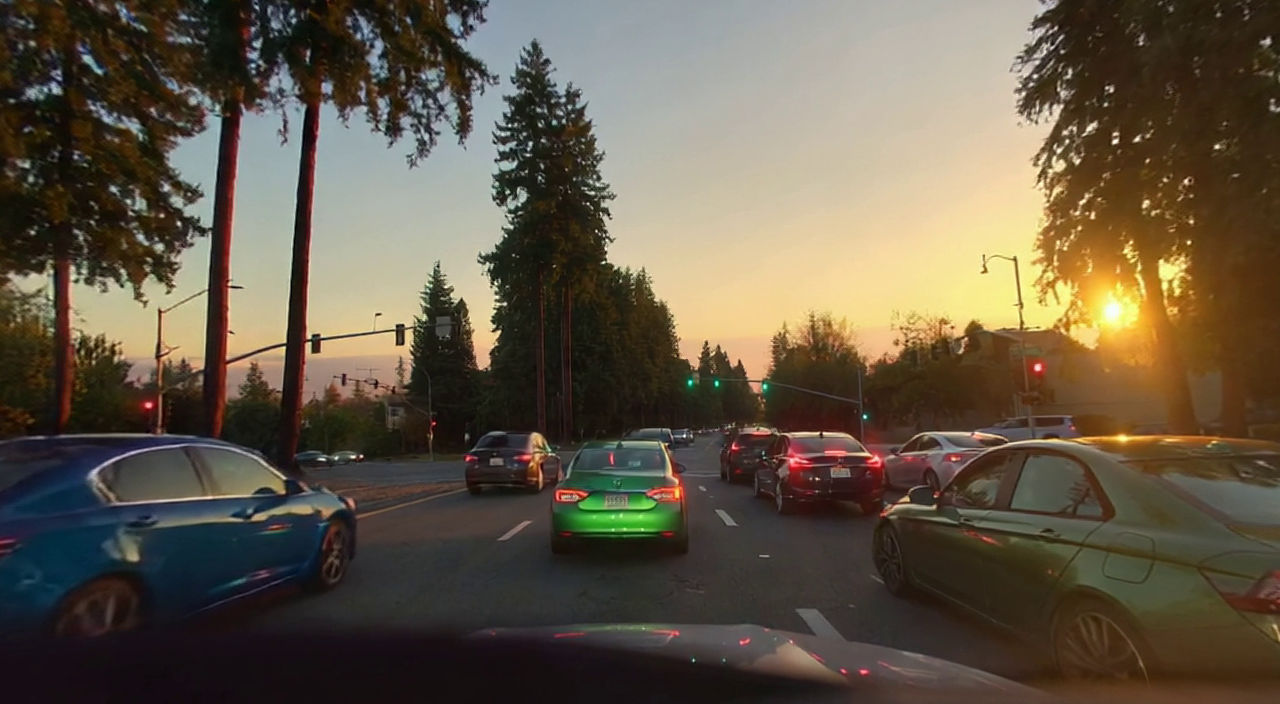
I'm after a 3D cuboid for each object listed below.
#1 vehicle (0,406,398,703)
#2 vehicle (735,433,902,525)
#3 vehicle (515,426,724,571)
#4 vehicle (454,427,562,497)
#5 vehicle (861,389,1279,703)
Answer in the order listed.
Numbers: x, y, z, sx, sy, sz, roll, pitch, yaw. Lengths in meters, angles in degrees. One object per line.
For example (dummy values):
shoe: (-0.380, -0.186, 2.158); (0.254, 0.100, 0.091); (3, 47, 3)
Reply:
vehicle: (-3.680, 1.295, 4.829); (1.935, 1.482, 4.433); (0, -8, -1)
vehicle: (3.193, 2.335, 12.321); (1.975, 1.460, 4.357); (0, -8, 0)
vehicle: (-0.229, 1.803, 8.485); (2.147, 1.479, 3.803); (0, -8, -1)
vehicle: (-3.559, 3.057, 17.833); (1.961, 1.714, 4.268); (-1, -8, 2)
vehicle: (3.144, 1.150, 4.049); (1.903, 1.480, 4.270); (0, -8, 0)
